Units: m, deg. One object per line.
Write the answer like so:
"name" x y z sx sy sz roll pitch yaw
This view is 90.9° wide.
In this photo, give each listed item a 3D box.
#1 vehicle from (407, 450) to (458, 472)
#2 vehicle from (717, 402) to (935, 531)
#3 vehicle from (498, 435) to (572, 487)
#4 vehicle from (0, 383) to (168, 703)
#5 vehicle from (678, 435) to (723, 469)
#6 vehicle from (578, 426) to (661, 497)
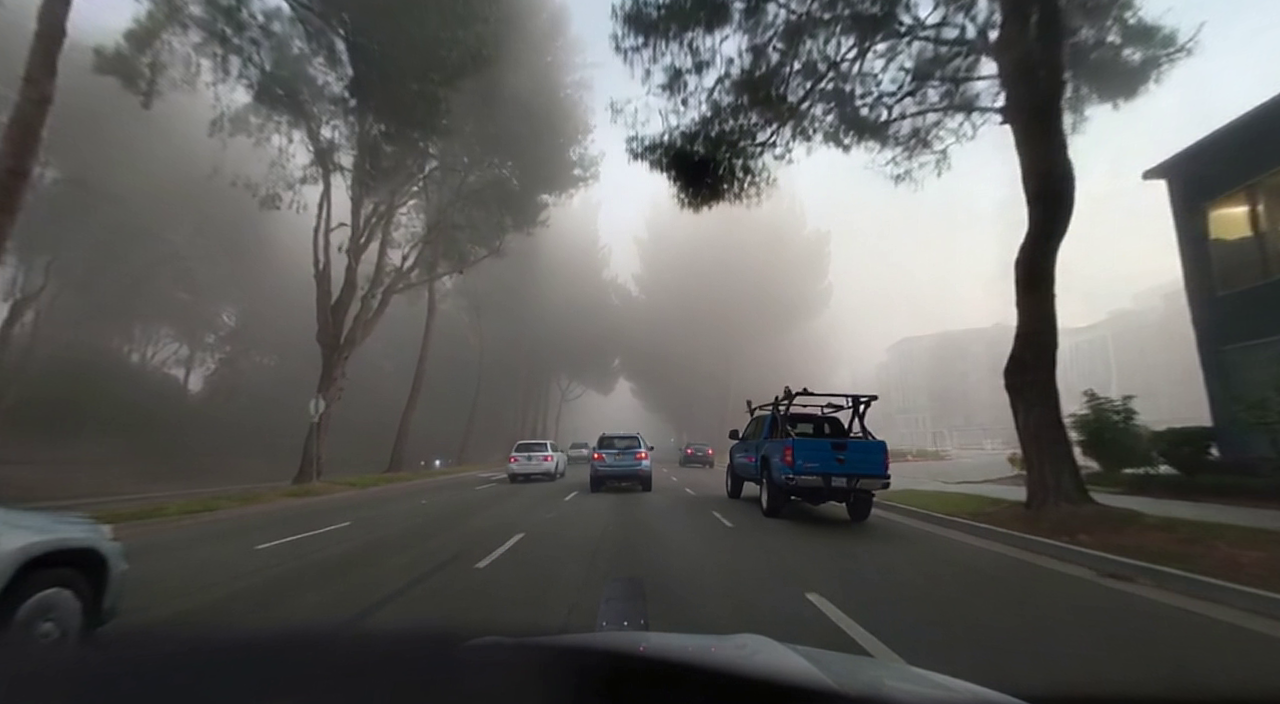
"vehicle" -14.805 7.762 45.232 2.001 1.441 4.488 0 -8 1
"vehicle" 3.347 2.278 13.193 2.655 2.054 6.098 0 -8 0
"vehicle" -3.611 3.806 22.316 1.894 1.642 3.861 0 -8 1
"vehicle" -3.971 0.755 1.558 1.959 1.614 4.676 0 -8 0
"vehicle" 3.582 6.046 38.226 2.183 1.948 4.633 0 -8 -2
"vehicle" -0.473 3.055 17.896 2.075 1.770 4.018 0 -8 1
